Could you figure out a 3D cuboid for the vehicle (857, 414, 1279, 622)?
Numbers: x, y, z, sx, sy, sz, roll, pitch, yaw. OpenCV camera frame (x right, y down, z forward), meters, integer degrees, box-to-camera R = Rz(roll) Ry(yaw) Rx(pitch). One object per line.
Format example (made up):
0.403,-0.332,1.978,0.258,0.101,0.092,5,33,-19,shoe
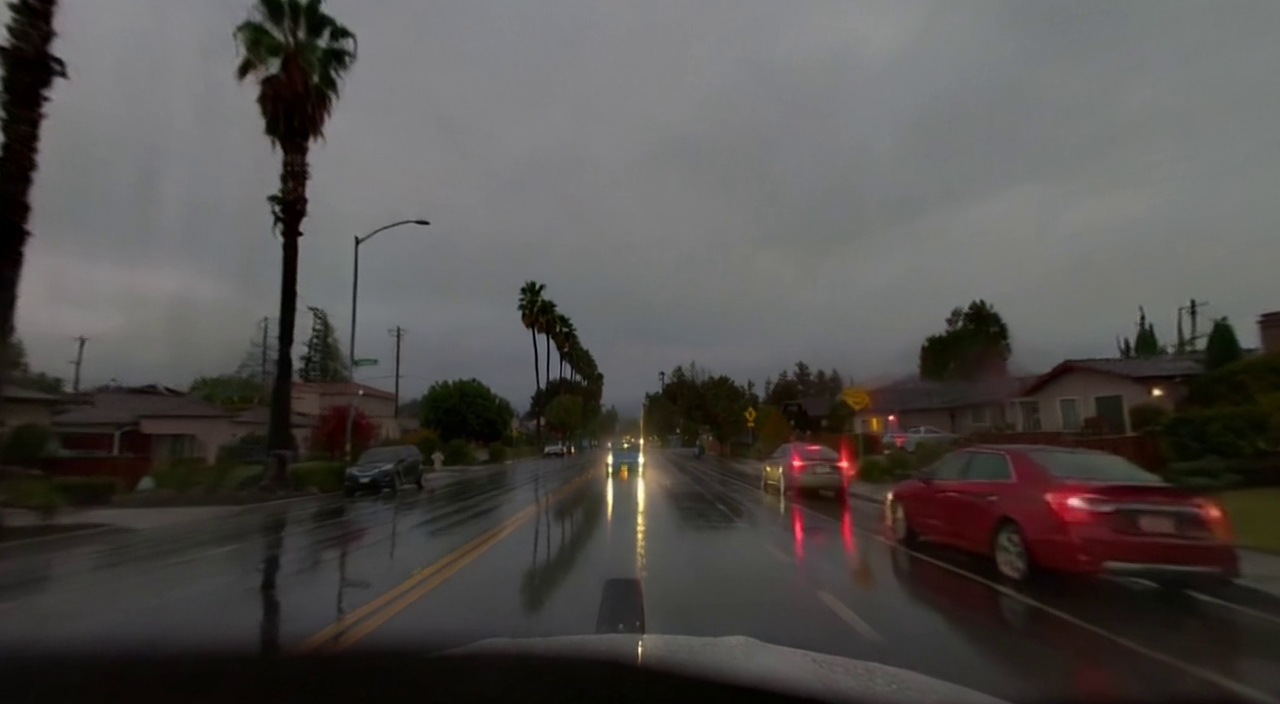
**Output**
4.570,1.734,7.833,2.017,1.646,5.389,0,-9,2,vehicle

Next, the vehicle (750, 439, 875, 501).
4.698,3.295,18.198,2.013,1.501,5.235,0,-8,-1,vehicle

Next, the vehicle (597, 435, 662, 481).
-0.408,3.751,22.604,2.098,1.483,4.099,0,-8,-2,vehicle

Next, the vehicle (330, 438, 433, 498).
-8.804,3.923,21.921,1.945,1.666,4.107,-3,-6,-2,vehicle
